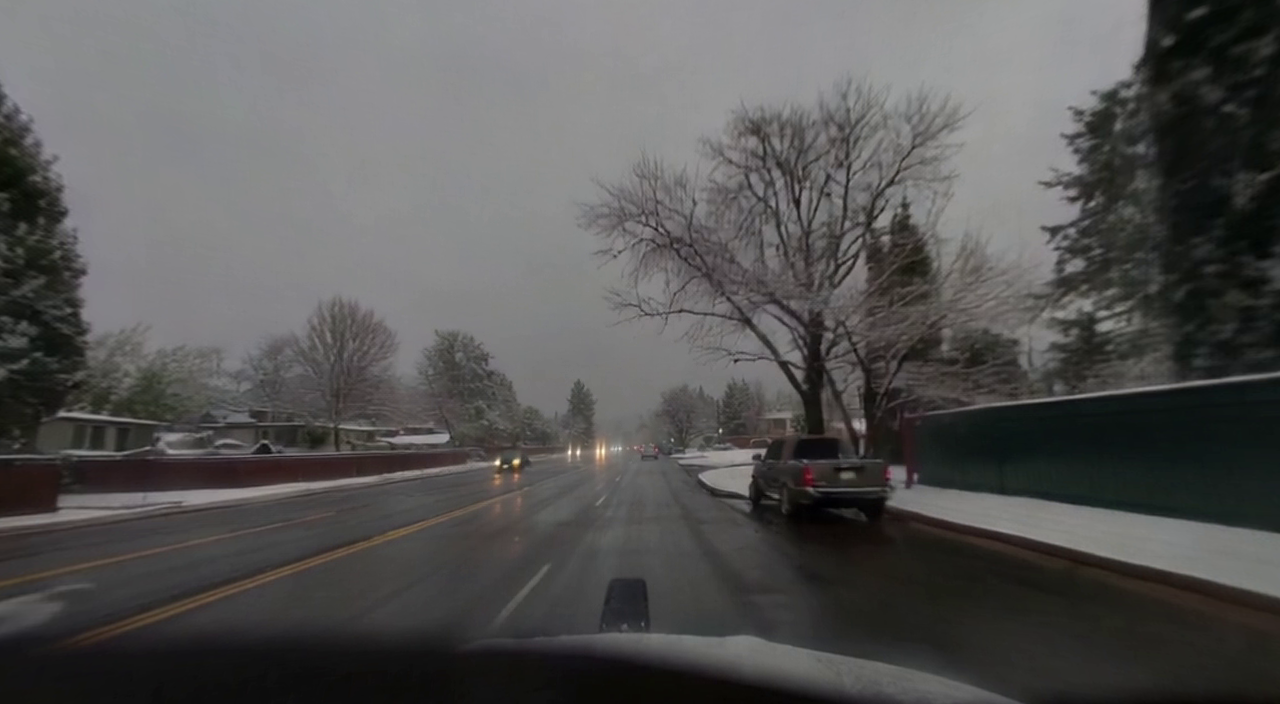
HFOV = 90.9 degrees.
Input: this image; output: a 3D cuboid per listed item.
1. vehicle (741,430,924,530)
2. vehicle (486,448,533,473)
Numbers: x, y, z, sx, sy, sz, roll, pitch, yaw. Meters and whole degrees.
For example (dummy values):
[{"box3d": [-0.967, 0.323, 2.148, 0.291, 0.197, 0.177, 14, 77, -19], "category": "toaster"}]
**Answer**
[{"box3d": [3.333, 2.329, 12.083, 2.011, 1.507, 4.769, 0, -9, 0], "category": "vehicle"}, {"box3d": [-8.478, 7.083, 41.267, 2.001, 1.508, 4.581, -1, -9, 1], "category": "vehicle"}]
